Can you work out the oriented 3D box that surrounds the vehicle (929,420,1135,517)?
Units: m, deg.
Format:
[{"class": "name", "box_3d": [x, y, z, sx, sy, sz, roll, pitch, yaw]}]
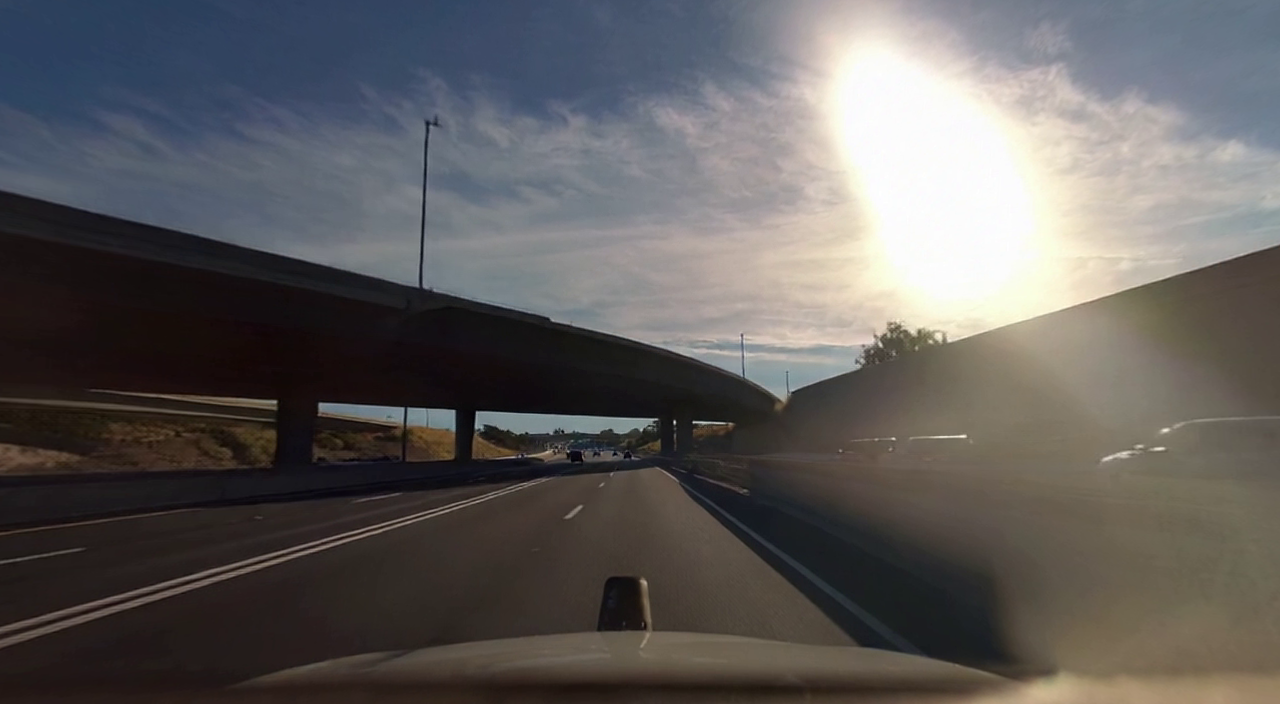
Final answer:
[{"class": "vehicle", "box_3d": [16.208, 4.889, 27.278, 2.887, 3.412, 9.164, 0, -9, -1]}]

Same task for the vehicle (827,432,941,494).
[{"class": "vehicle", "box_3d": [14.927, 6.892, 39.718, 3.233, 3.414, 9.483, 0, -9, -1]}]

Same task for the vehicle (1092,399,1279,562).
[{"class": "vehicle", "box_3d": [16.185, 3.154, 15.703, 2.704, 3.716, 9.364, 0, -9, -1]}]
